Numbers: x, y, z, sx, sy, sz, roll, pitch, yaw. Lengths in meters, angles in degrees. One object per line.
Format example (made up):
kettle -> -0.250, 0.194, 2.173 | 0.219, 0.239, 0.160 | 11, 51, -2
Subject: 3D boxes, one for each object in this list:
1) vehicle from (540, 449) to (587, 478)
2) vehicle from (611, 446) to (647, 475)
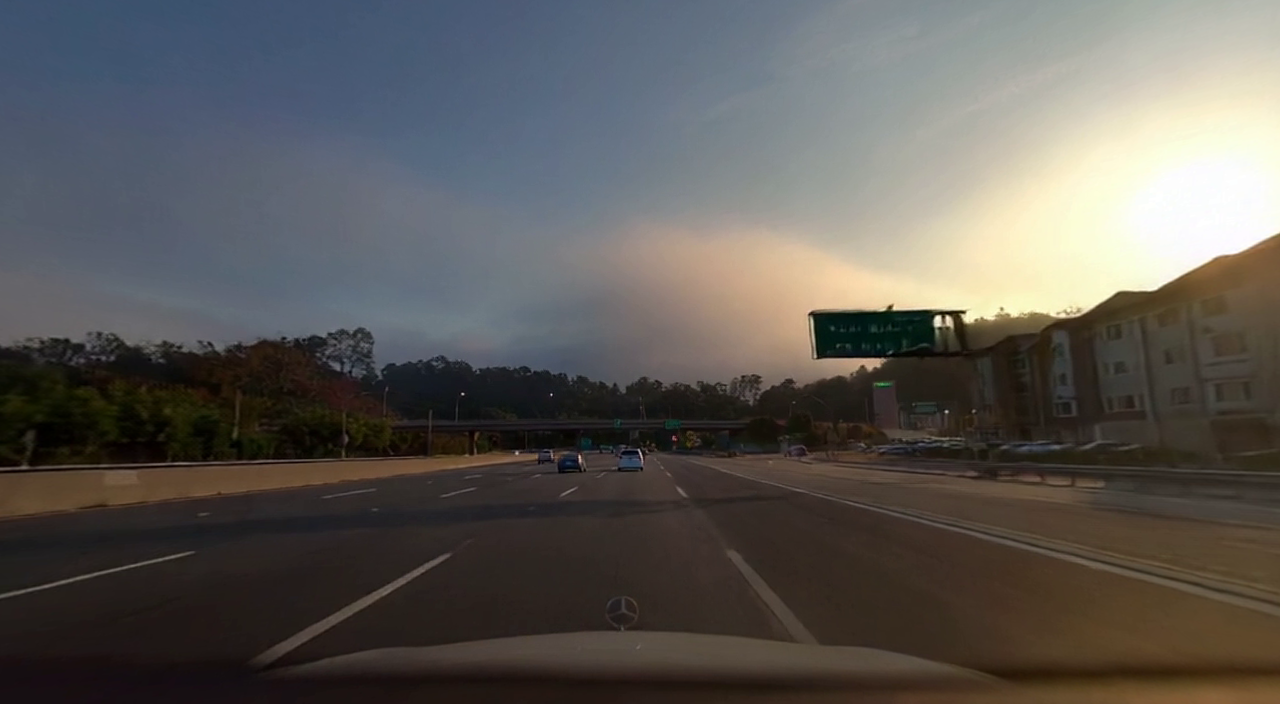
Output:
vehicle -> -4.311, 6.369, 36.130 | 2.071, 1.553, 4.388 | 0, -9, 2
vehicle -> -0.615, 6.597, 38.439 | 2.102, 1.692, 4.057 | 0, -9, 1
